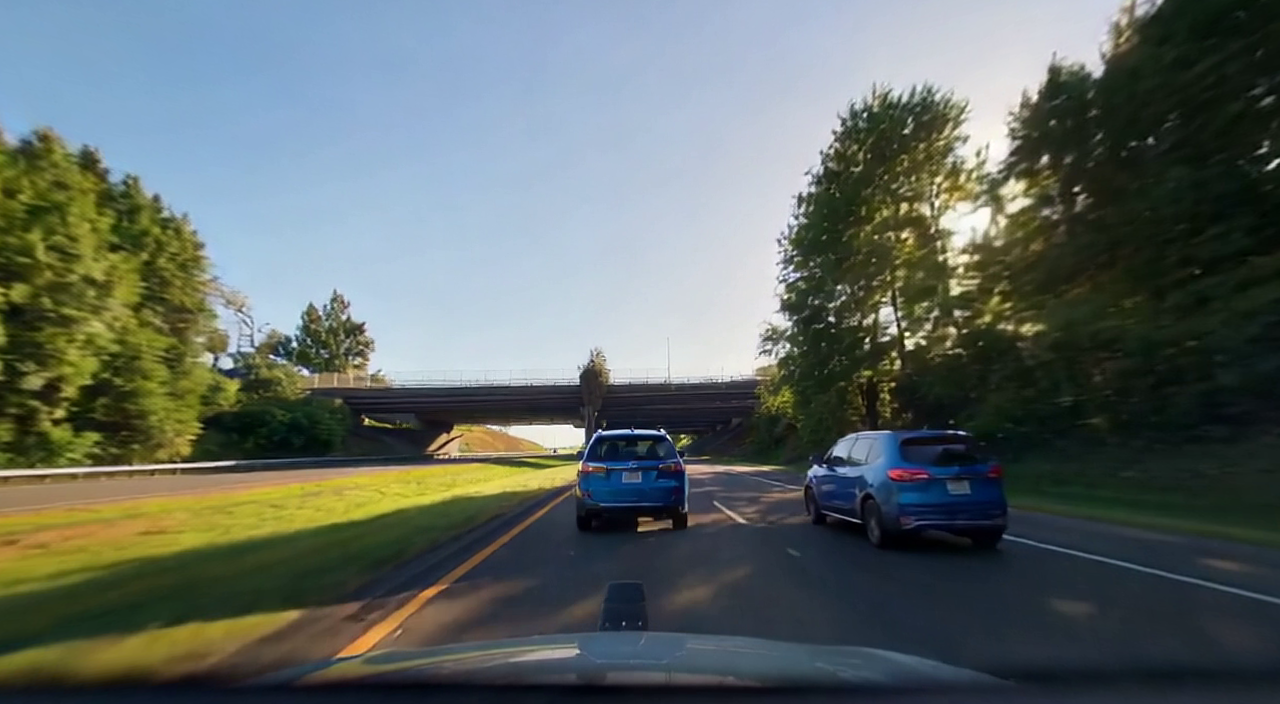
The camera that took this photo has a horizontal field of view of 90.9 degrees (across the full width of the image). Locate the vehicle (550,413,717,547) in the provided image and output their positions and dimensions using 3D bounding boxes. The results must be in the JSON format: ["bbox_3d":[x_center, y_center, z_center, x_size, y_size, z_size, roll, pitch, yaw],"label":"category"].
[{"bbox_3d":[-0.106,2.070,10.742,2.288,1.823,4.059,0,-9,0],"label":"vehicle"}]

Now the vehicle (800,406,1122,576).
[{"bbox_3d":[3.950,1.808,8.955,2.043,1.767,4.620,0,-9,-1],"label":"vehicle"}]
